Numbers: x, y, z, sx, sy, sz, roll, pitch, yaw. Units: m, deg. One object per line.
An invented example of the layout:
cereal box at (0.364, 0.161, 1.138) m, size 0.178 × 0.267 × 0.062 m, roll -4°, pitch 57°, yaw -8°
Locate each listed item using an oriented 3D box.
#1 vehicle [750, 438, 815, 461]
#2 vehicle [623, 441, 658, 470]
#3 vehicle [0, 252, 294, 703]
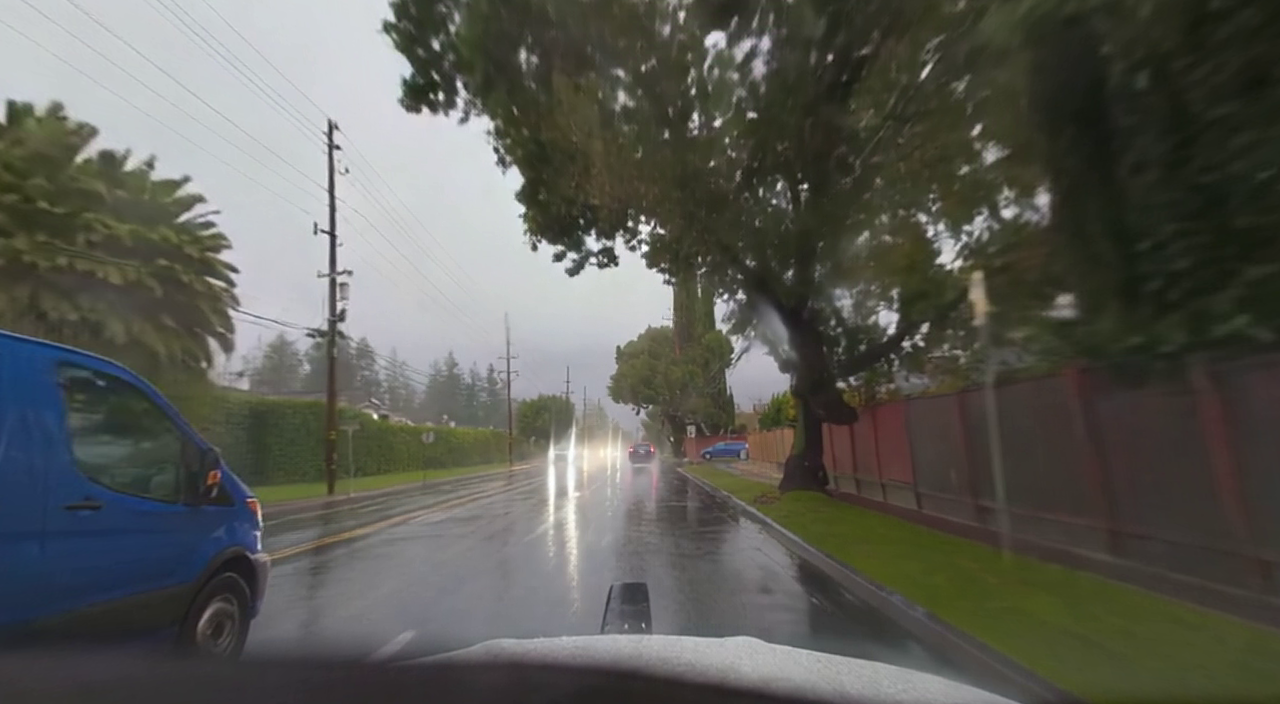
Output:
vehicle at (10.434, 7.152, 46.267) m, size 4.295 × 1.505 × 1.918 m, roll -1°, pitch -8°, yaw 2°
vehicle at (0.058, 6.450, 39.469) m, size 2.120 × 1.718 × 3.909 m, roll 0°, pitch -9°, yaw 1°
vehicle at (-3.659, 0.547, 1.450) m, size 2.336 × 2.152 × 5.866 m, roll 0°, pitch -9°, yaw 0°
